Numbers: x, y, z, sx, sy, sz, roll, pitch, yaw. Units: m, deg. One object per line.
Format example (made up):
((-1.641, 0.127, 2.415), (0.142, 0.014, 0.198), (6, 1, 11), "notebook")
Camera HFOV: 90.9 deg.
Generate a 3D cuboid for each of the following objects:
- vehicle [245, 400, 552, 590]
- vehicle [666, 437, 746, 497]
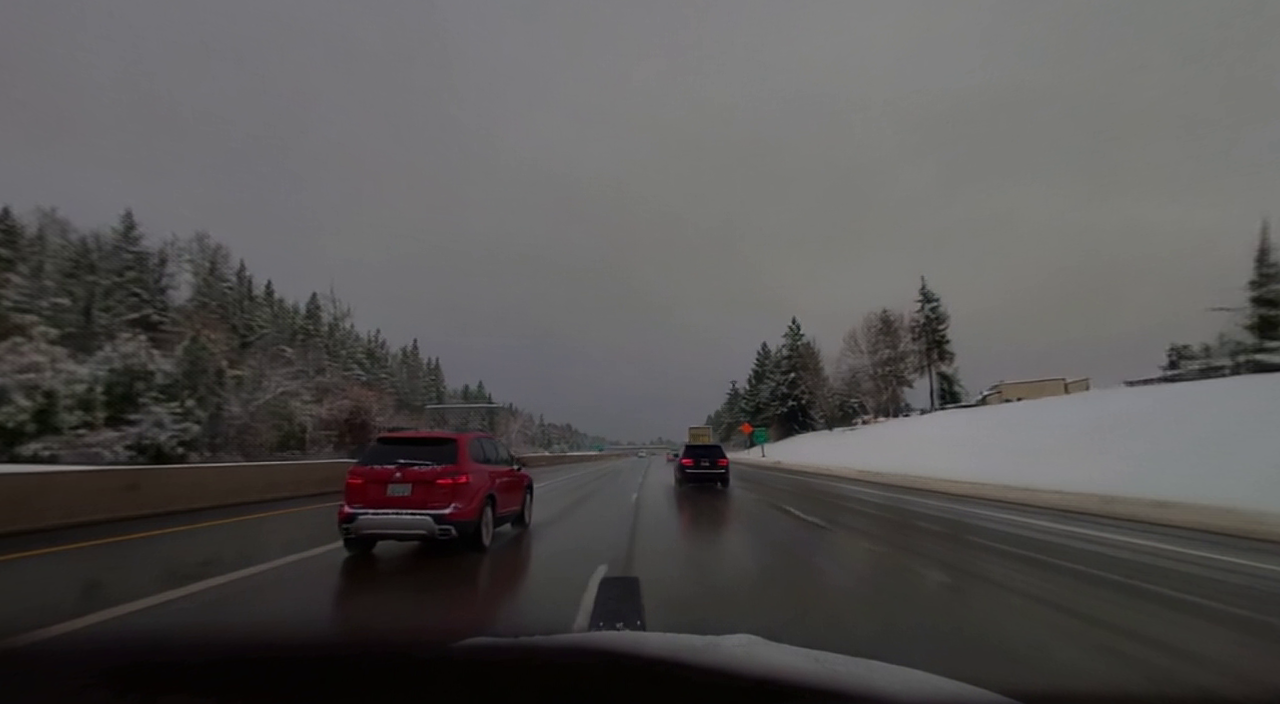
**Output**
((-2.651, 1.737, 8.433), (2.139, 1.804, 4.611), (-1, -9, 2), "vehicle")
((1.977, 3.641, 20.310), (2.087, 1.682, 4.388), (0, -9, 0), "vehicle")
